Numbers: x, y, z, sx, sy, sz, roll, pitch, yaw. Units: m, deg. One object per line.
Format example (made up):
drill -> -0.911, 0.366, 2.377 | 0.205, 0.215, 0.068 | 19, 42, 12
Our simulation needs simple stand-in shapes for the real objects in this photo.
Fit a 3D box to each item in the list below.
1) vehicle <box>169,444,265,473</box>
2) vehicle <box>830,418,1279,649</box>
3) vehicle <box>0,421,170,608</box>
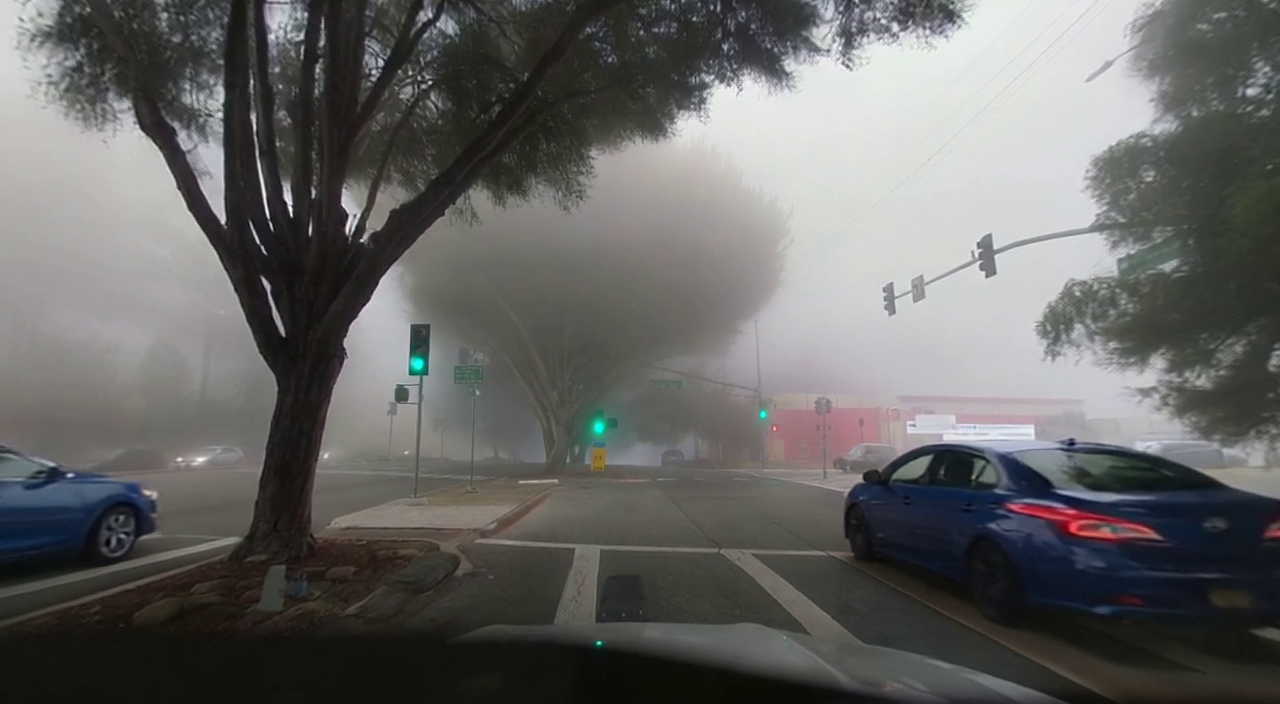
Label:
vehicle -> -23.435, 5.904, 35.144 | 2.201, 1.483, 4.656 | 0, -8, -2
vehicle -> 3.821, 1.523, 6.512 | 1.940, 1.487, 4.562 | 1, -8, -5
vehicle -> -6.068, 1.224, 4.521 | 1.995, 1.470, 4.556 | 0, -8, -2
